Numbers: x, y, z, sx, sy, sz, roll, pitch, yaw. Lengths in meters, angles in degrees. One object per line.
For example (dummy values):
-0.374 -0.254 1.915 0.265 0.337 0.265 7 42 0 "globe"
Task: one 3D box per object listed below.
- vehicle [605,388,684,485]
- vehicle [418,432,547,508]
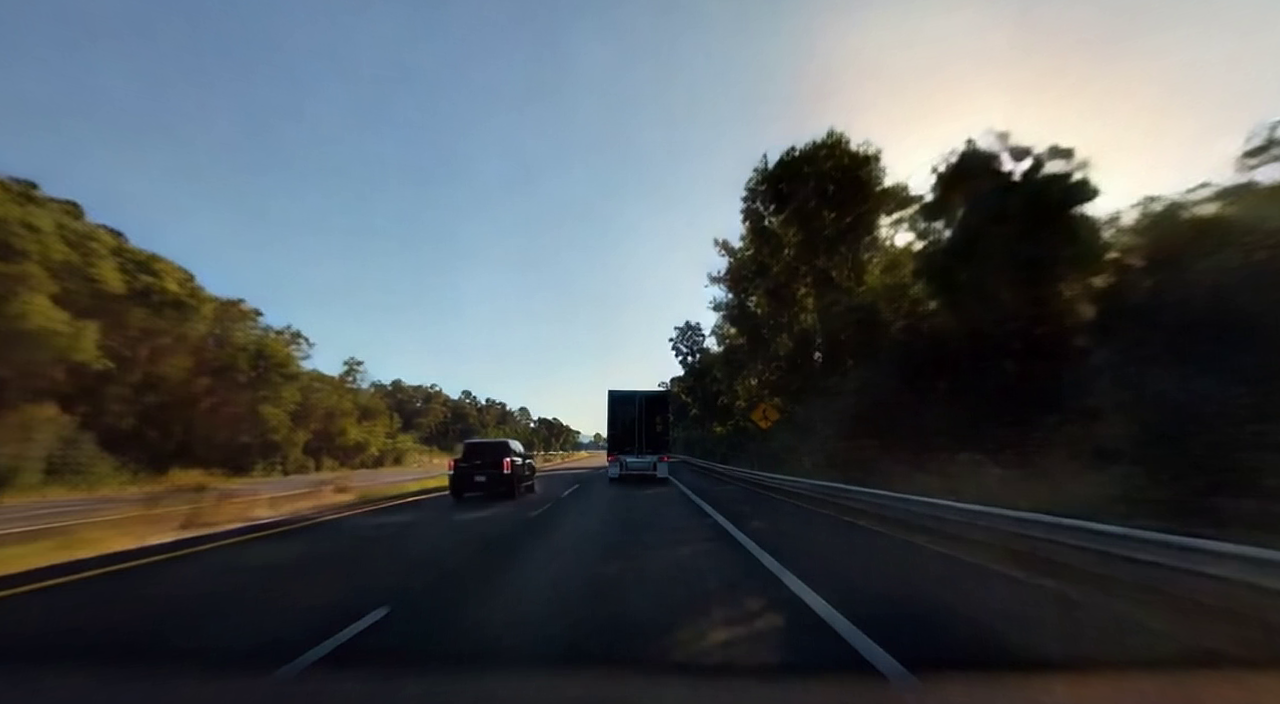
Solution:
0.010 3.771 27.477 2.913 3.530 8.648 0 -9 -2 "vehicle"
-3.830 2.969 16.238 2.160 1.661 4.388 0 -9 0 "vehicle"
